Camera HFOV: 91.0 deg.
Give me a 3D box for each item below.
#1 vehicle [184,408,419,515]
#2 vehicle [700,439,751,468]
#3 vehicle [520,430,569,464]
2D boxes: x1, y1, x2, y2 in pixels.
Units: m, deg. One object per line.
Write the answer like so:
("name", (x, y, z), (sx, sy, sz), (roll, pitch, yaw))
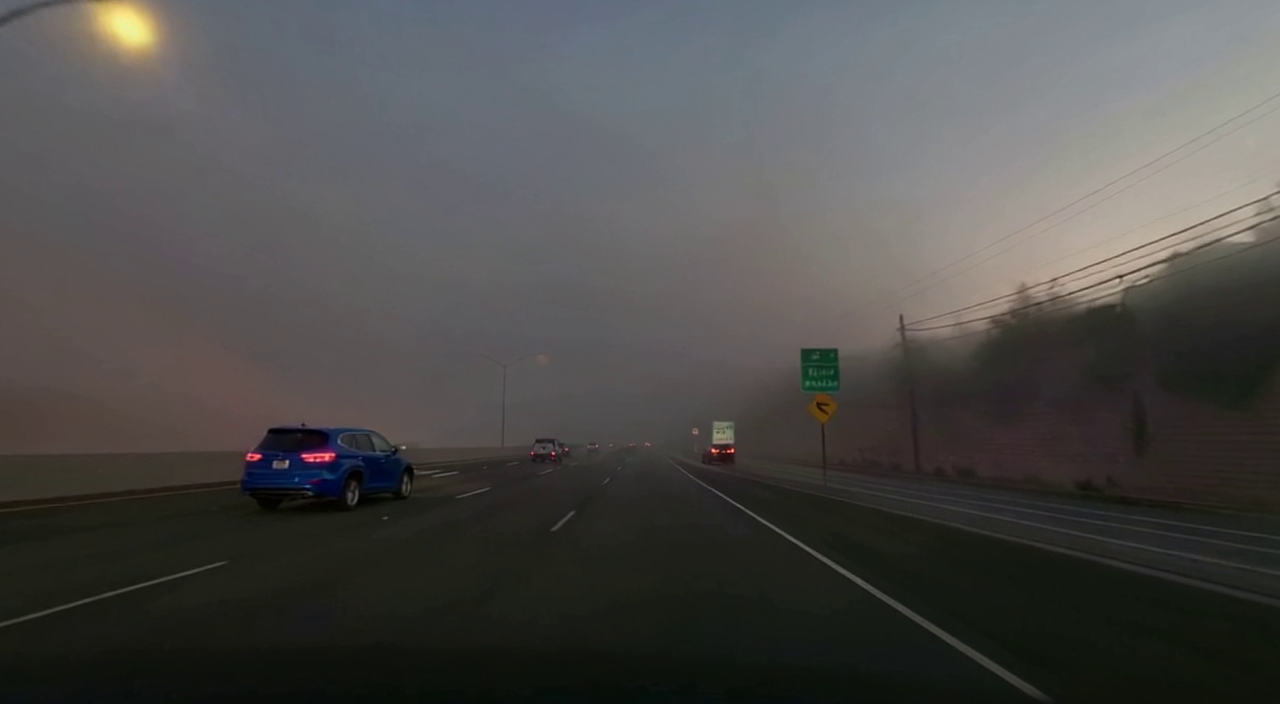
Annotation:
("vehicle", (-6.293, 2.118, 12.521), (2.058, 1.698, 4.567), (0, -9, 1))
("vehicle", (4.717, 5.677, 35.334), (2.251, 1.520, 4.550), (0, -9, 0))
("vehicle", (-5.888, 5.970, 39.559), (2.255, 1.934, 4.868), (0, -9, 1))
